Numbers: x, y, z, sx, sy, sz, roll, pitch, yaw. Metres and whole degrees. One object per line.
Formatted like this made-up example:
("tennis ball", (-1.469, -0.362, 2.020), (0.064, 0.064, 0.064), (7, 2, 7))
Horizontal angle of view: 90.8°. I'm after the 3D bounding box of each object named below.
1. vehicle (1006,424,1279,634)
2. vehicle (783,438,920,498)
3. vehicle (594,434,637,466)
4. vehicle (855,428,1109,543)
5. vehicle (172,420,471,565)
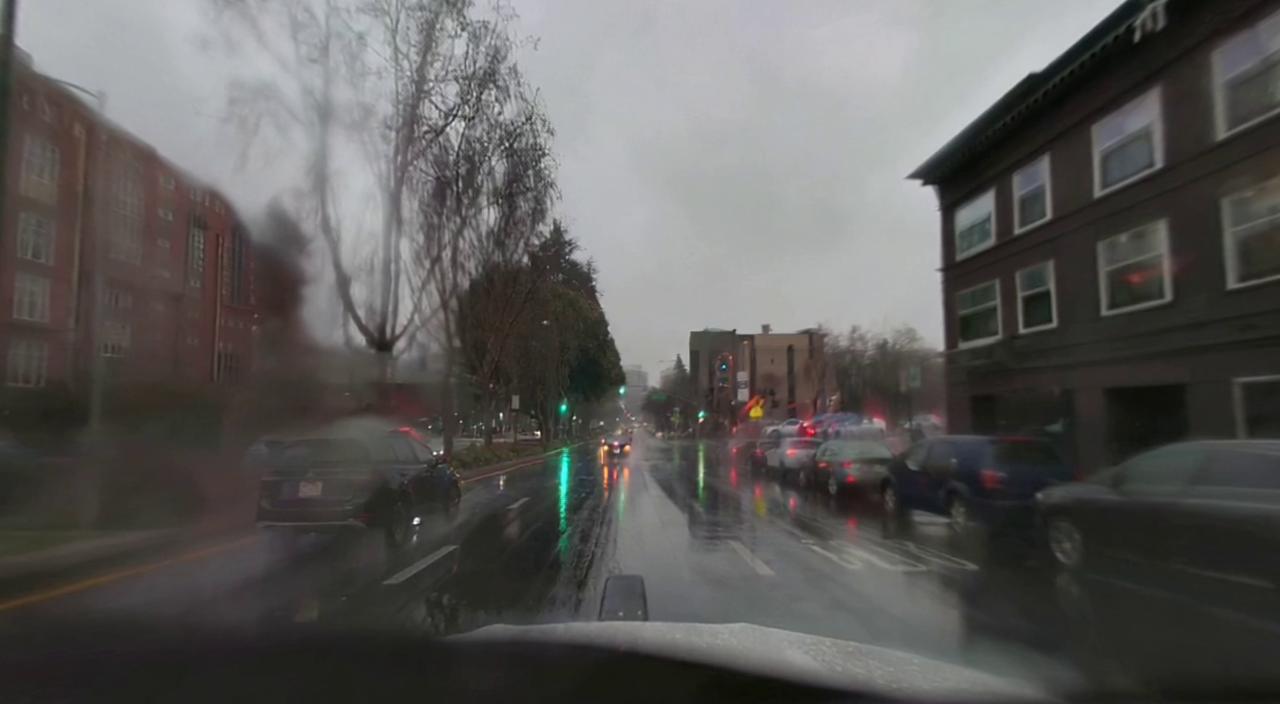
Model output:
("vehicle", (5.943, 1.485, 5.740), (2.200, 1.574, 4.989), (0, -8, -1))
("vehicle", (5.845, 3.272, 18.231), (2.089, 1.488, 4.663), (0, -9, -3))
("vehicle", (-1.196, 5.038, 32.572), (2.082, 1.520, 3.896), (0, -8, -1))
("vehicle", (5.857, 2.313, 11.679), (2.019, 1.670, 4.550), (0, -9, -2))
("vehicle", (-3.975, 1.820, 8.977), (1.934, 1.522, 4.464), (0, -9, 0))
